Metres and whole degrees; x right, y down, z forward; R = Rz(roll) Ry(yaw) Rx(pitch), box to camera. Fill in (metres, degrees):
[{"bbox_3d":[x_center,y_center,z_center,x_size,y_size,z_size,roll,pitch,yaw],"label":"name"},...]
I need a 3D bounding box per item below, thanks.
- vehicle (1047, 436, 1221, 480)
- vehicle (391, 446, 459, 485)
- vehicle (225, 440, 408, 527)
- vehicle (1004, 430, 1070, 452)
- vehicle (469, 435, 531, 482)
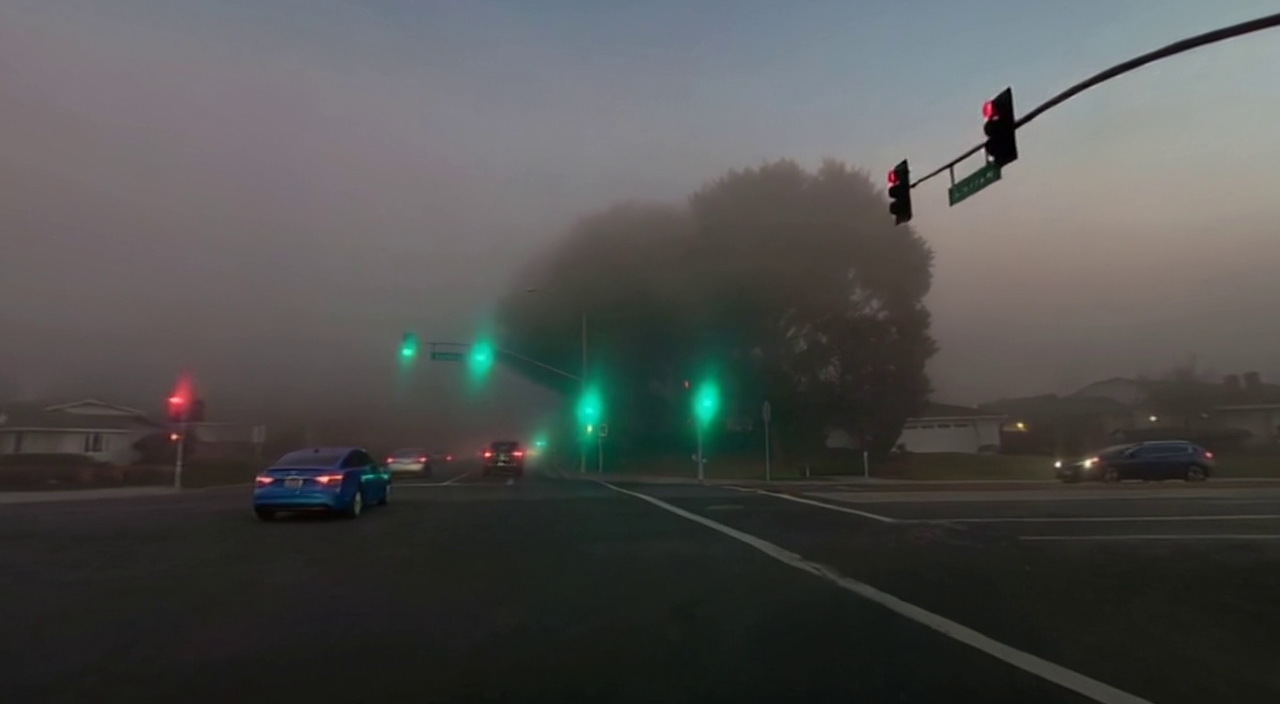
[{"bbox_3d":[17.001,3.679,21.946,4.353,1.431,1.876,-1,-8,4],"label":"vehicle"},{"bbox_3d":[-8.895,4.687,26.492,1.934,1.459,4.368,1,-8,-9],"label":"vehicle"},{"bbox_3d":[-6.541,2.646,13.476,1.977,1.488,4.741,1,-8,-8],"label":"vehicle"},{"bbox_3d":[27.634,6.227,44.175,1.905,1.483,4.322,-1,-8,2],"label":"vehicle"},{"bbox_3d":[-6.031,4.616,27.735,2.396,1.881,4.606,1,-9,-10],"label":"vehicle"}]
